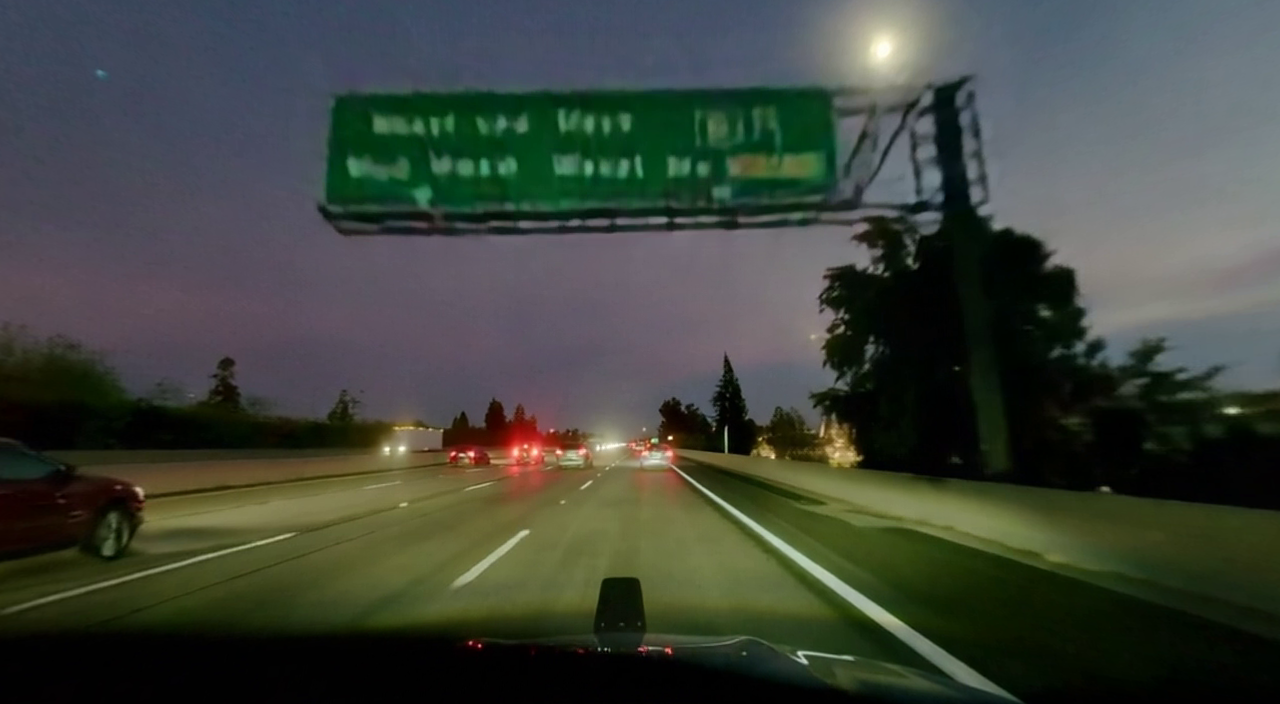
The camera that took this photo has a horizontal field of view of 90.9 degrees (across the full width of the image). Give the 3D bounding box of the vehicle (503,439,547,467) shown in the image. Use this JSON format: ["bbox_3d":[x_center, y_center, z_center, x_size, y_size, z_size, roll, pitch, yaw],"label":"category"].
[{"bbox_3d":[-7.794,6.864,43.195,2.078,1.779,4.610,0,-8,1],"label":"vehicle"}]

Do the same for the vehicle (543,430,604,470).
[{"bbox_3d":[-3.652,5.570,36.099,2.751,2.050,5.761,0,-8,1],"label":"vehicle"}]

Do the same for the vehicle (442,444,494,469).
[{"bbox_3d":[-11.090,6.755,41.006,1.951,1.491,4.697,0,-8,1],"label":"vehicle"}]

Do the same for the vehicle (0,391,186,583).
[{"bbox_3d":[-7.699,1.272,5.756,2.521,1.901,5.988,0,-8,2],"label":"vehicle"}]

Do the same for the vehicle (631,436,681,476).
[{"bbox_3d":[0.697,4.779,29.278,2.135,1.697,4.757,0,-8,0],"label":"vehicle"}]
